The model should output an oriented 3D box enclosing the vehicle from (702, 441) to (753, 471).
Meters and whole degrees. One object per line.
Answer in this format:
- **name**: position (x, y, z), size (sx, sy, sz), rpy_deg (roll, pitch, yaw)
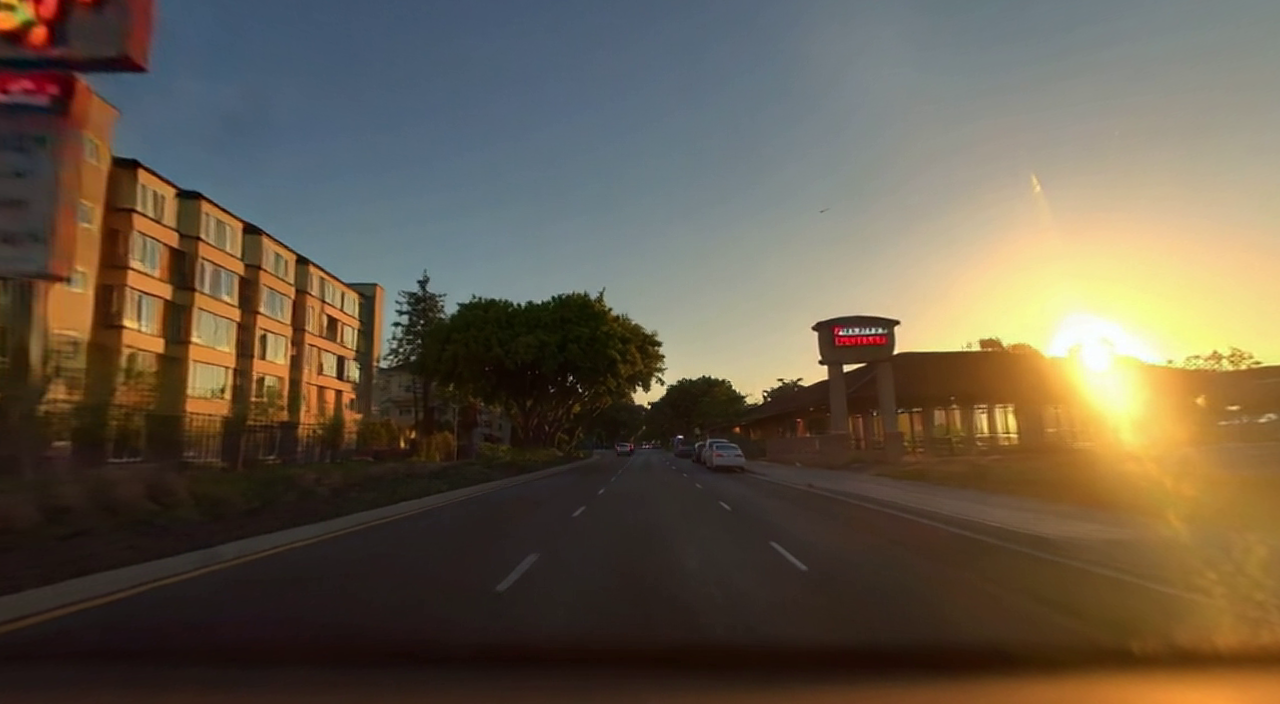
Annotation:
- **vehicle**: position (4.638, 5.580, 34.119), size (2.085, 1.509, 5.134), rpy_deg (0, -8, 1)
